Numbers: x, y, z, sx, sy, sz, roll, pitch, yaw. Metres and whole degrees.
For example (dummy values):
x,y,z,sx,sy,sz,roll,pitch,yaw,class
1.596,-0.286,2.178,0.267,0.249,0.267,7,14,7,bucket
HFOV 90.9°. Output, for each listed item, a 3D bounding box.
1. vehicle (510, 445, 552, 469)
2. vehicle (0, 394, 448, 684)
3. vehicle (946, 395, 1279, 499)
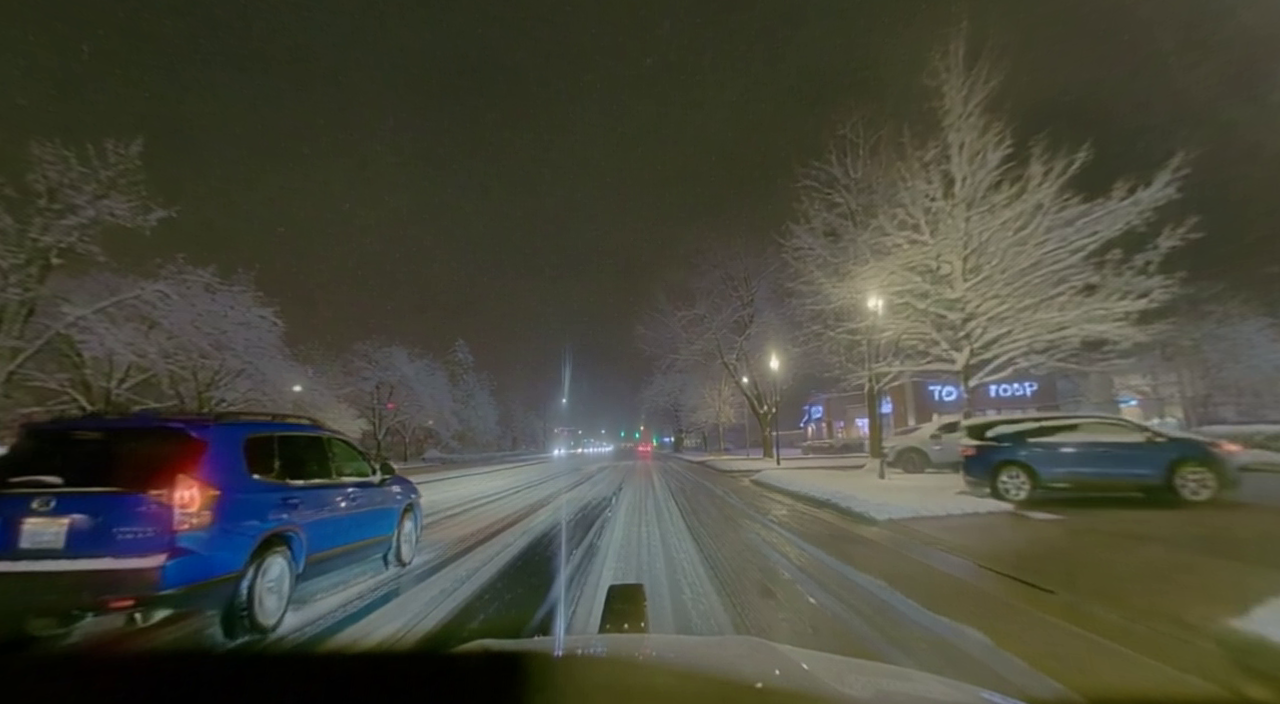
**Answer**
x,y,z,sx,sy,sz,roll,pitch,yaw,class
-7.251,7.028,42.355,1.990,1.483,4.410,0,-8,0,vehicle
-3.484,1.373,5.747,2.127,1.654,4.121,0,-8,0,vehicle
9.169,1.886,12.584,4.978,1.874,2.079,0,-8,-1,vehicle
